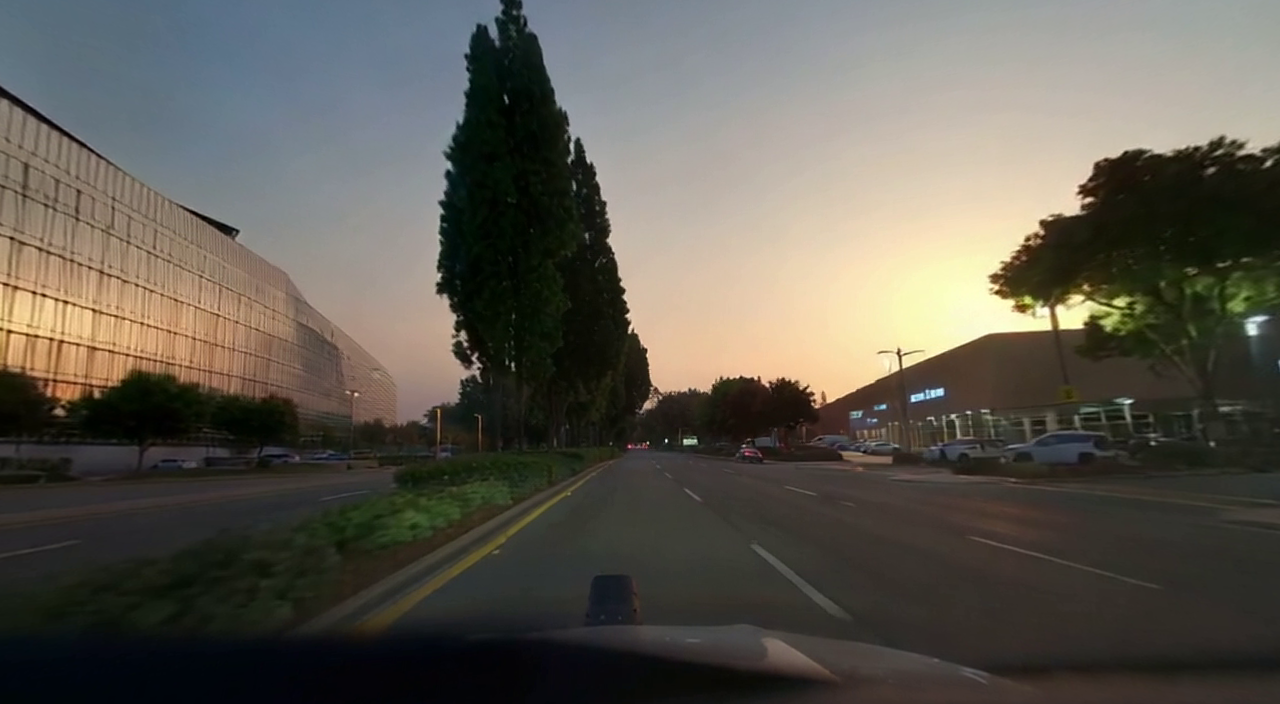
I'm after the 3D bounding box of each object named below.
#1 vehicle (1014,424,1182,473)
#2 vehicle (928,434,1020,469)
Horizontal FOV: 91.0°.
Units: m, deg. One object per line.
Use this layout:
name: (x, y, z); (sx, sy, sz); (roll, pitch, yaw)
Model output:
vehicle: (19.225, 4.090, 26.839); (2.151, 1.838, 5.534); (3, -9, -15)
vehicle: (19.256, 5.767, 36.659); (2.179, 1.767, 5.837); (-2, -8, 0)
